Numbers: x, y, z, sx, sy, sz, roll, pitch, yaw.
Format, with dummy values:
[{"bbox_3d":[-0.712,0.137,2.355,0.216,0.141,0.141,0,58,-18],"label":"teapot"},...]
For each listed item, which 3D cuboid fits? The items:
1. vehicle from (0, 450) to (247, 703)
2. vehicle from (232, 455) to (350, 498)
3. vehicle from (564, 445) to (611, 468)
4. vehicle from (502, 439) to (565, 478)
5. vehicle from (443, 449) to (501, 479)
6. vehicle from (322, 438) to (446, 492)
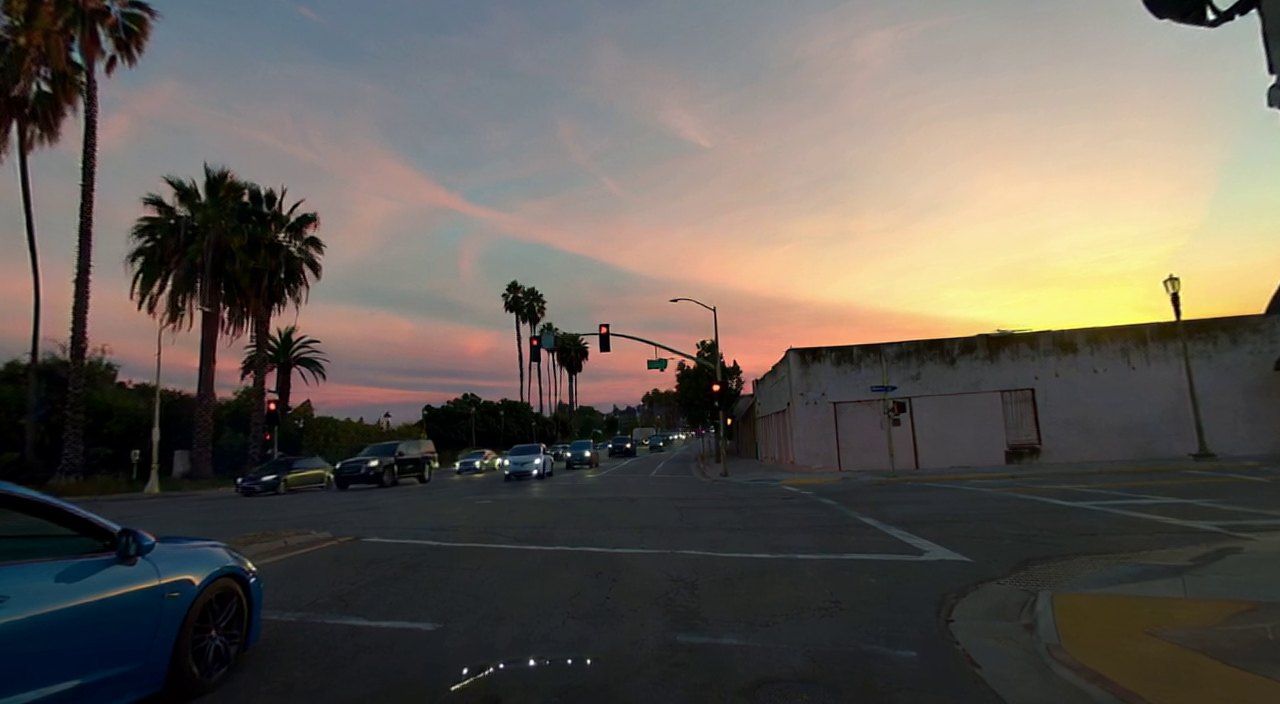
[{"bbox_3d":[-3.706,1.025,2.256,1.850,1.325,4.295,0,-9,0],"label":"vehicle"},{"bbox_3d":[-13.299,4.748,24.427,1.880,1.440,4.418,-1,-9,3],"label":"vehicle"},{"bbox_3d":[-3.513,7.078,42.935,1.839,1.468,4.549,-2,-9,13],"label":"vehicle"},{"bbox_3d":[-5.027,5.093,30.538,2.092,1.709,4.775,0,-9,2],"label":"vehicle"},{"bbox_3d":[-10.988,7.338,41.642,1.870,1.705,4.426,-7,-10,11],"label":"vehicle"},{"bbox_3d":[-9.573,4.263,24.267,2.152,1.825,5.406,-1,-9,4],"label":"vehicle"}]
